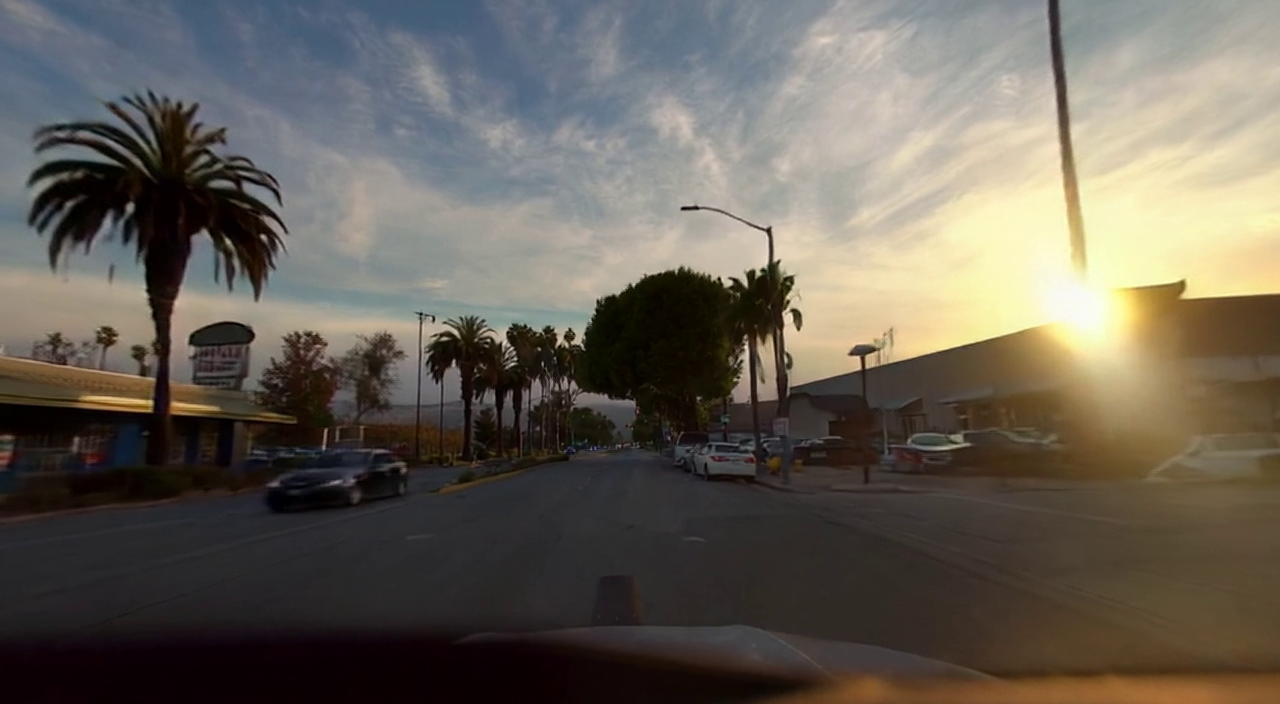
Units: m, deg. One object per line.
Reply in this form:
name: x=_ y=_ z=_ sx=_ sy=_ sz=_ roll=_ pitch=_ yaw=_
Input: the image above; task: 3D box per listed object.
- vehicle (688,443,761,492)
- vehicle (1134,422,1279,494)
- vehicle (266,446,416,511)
vehicle: x=2.963 y=4.190 z=23.239 sx=2.046 sy=1.588 sz=4.508 roll=0 pitch=-9 yaw=0
vehicle: x=14.826 y=2.452 z=14.736 sx=4.793 sy=1.537 sz=2.105 roll=0 pitch=-9 yaw=-1
vehicle: x=-7.680 y=3.253 z=16.769 sx=1.923 sy=1.485 sz=4.186 roll=0 pitch=-9 yaw=0
